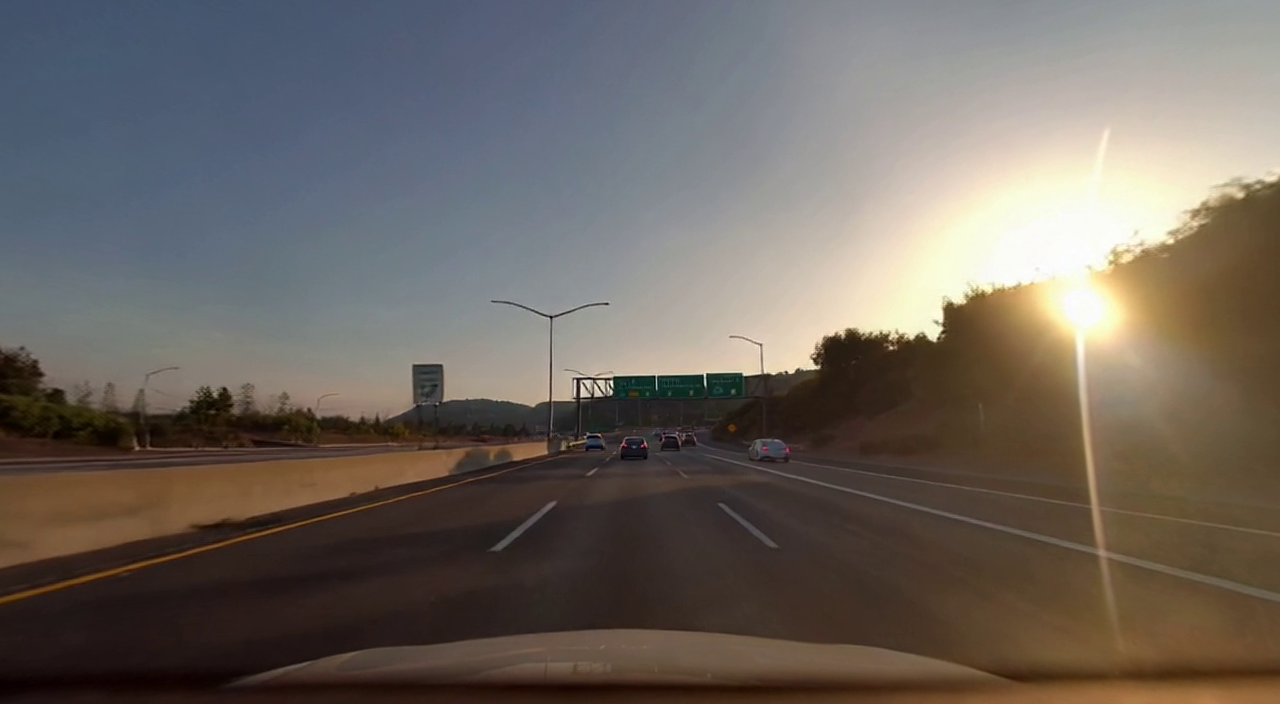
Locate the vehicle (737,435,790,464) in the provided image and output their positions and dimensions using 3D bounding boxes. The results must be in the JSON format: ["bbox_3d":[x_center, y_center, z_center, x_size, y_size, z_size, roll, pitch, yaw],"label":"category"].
[{"bbox_3d":[6.787,5.406,35.233,1.935,1.478,4.433,0,-8,-2],"label":"vehicle"}]

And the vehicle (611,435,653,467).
[{"bbox_3d":[-0.417,4.956,31.767,1.985,1.457,4.227,0,-8,-1],"label":"vehicle"}]

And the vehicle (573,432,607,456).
[{"bbox_3d":[-3.662,6.901,47.213,2.123,1.661,4.601,0,-8,0],"label":"vehicle"}]
